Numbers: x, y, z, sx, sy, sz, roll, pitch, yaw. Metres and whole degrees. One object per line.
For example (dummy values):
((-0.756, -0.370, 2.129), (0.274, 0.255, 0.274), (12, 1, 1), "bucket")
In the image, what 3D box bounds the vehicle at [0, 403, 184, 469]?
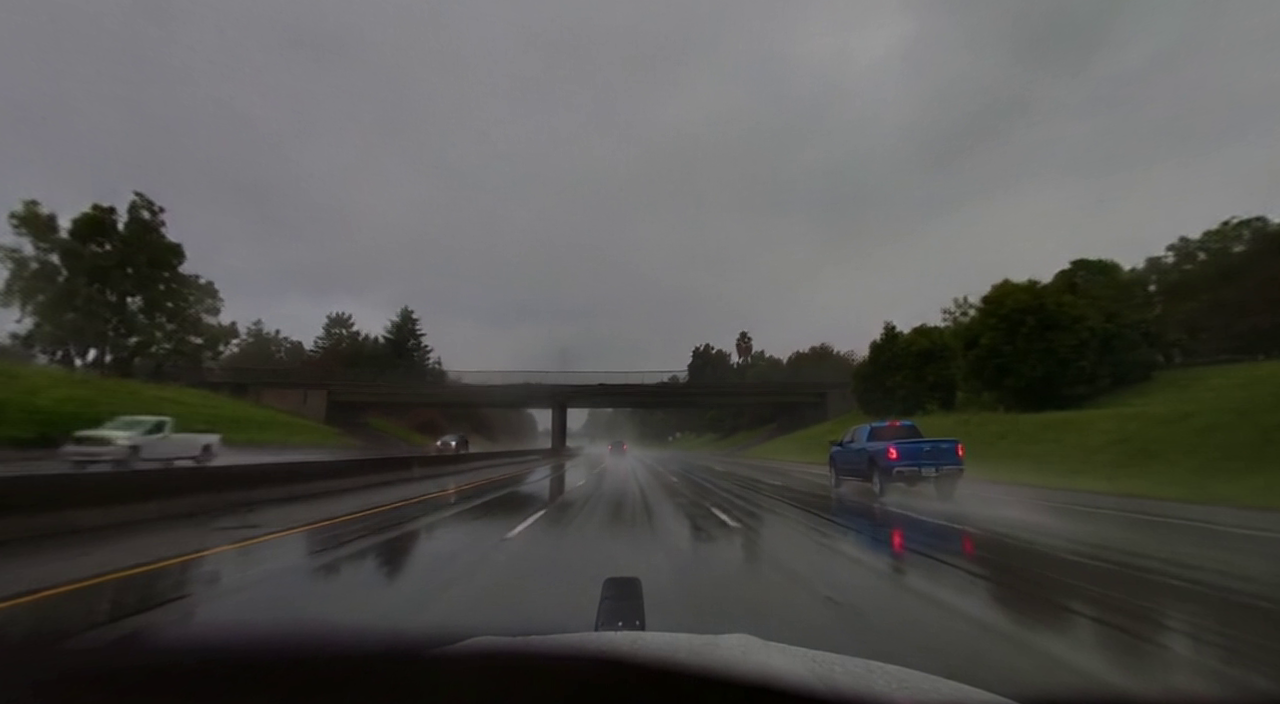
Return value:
((-19.540, 3.048, 22.590), (2.201, 2.062, 5.745), (0, -9, -1), "vehicle")

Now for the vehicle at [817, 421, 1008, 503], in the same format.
((7.030, 2.939, 17.363), (2.395, 1.819, 6.086), (0, -9, -2), "vehicle")
